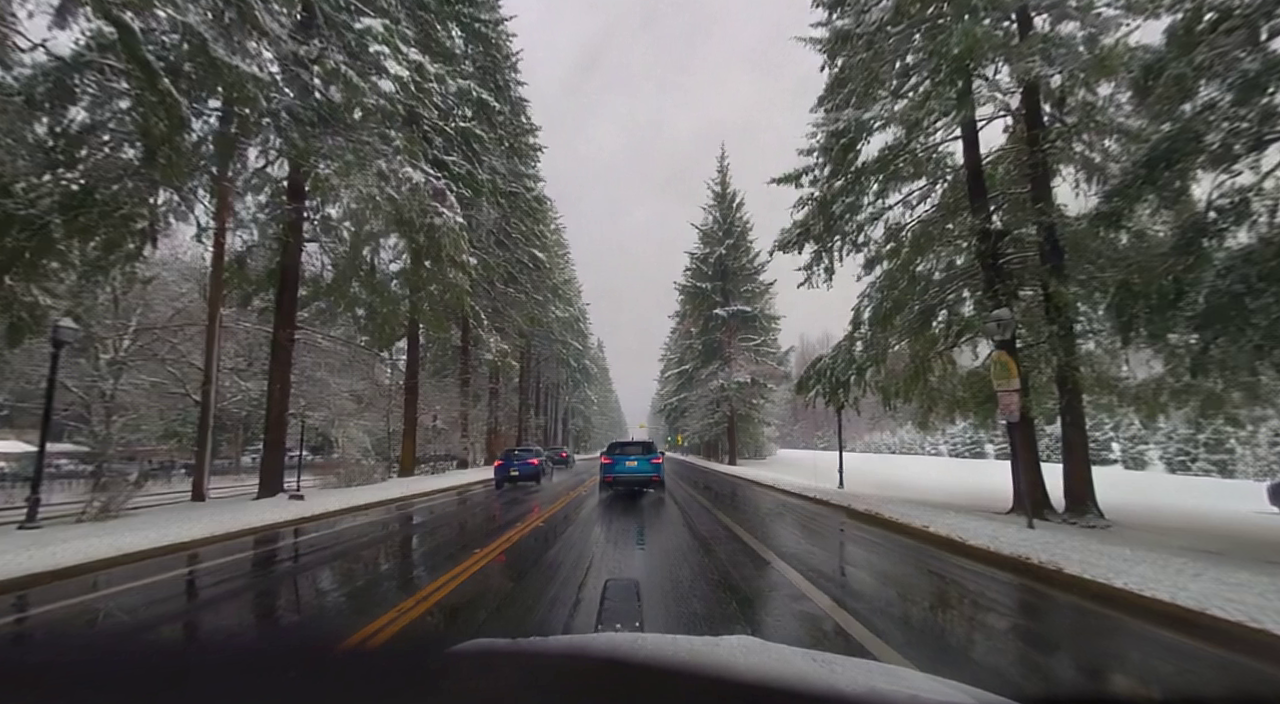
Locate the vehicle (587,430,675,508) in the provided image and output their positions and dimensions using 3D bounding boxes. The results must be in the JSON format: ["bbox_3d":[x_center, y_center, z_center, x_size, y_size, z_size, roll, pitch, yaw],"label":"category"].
[{"bbox_3d":[-0.203,3.001,16.636,2.018,1.769,3.897,0,-8,0],"label":"vehicle"}]

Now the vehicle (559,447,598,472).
[{"bbox_3d":[-3.902,6.882,40.639,1.959,1.485,4.452,0,-8,2],"label":"vehicle"}]

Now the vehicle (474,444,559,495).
[{"bbox_3d":[-4.006,3.863,21.253,1.936,1.538,4.016,0,-8,2],"label":"vehicle"}]
